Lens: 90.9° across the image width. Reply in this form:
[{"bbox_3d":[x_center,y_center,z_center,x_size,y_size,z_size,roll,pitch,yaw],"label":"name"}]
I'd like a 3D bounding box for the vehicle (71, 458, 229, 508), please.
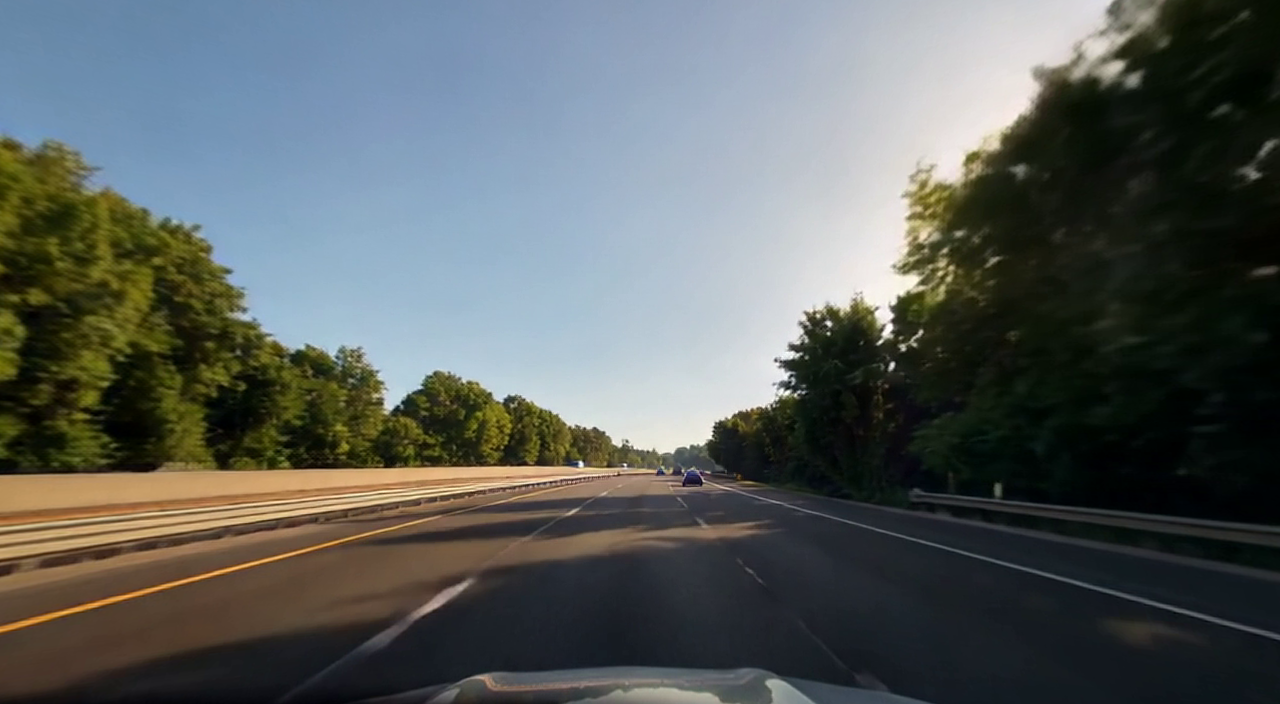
[{"bbox_3d":[-16.351,4.380,21.354,2.023,1.482,3.976,0,-10,2],"label":"vehicle"}]
